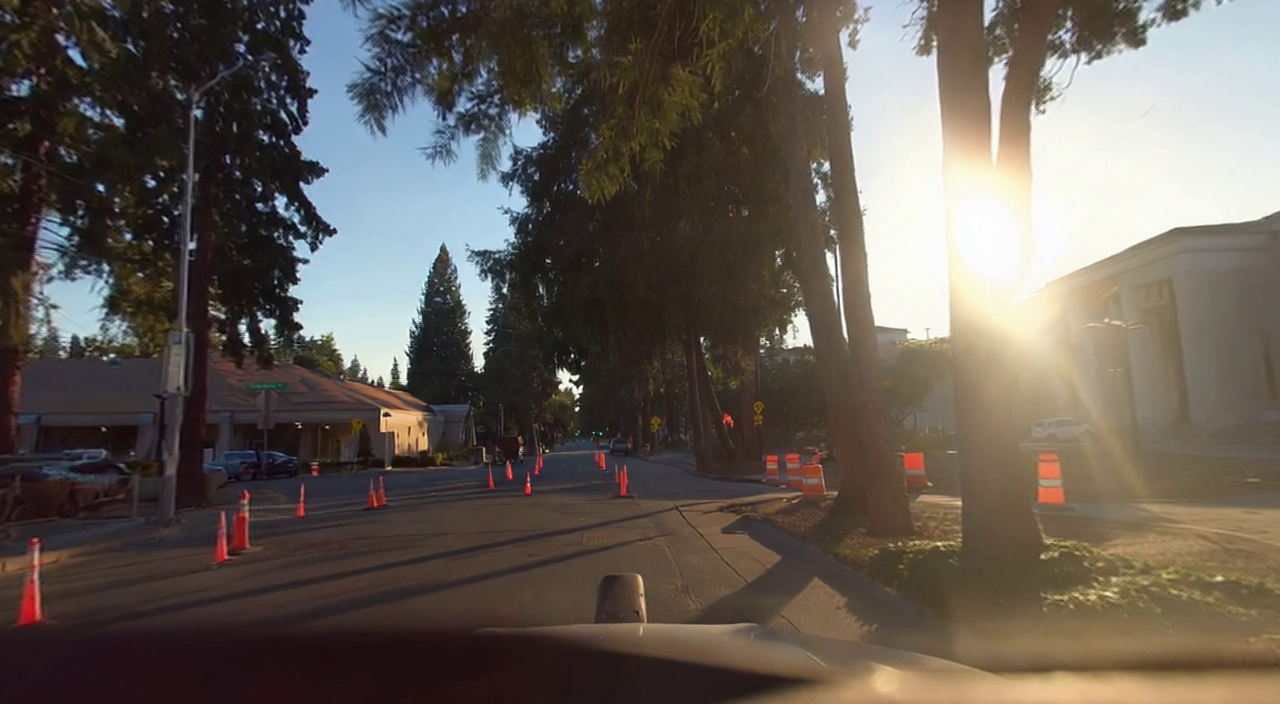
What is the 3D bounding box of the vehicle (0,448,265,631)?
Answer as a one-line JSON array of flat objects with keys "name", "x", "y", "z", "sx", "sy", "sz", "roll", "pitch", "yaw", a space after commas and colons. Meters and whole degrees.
[{"name": "vehicle", "x": -7.612, "y": 1.914, "z": 6.859, "sx": 2.961, "sy": 1.701, "sz": 7.563, "roll": 1, "pitch": -9, "yaw": -4}]
